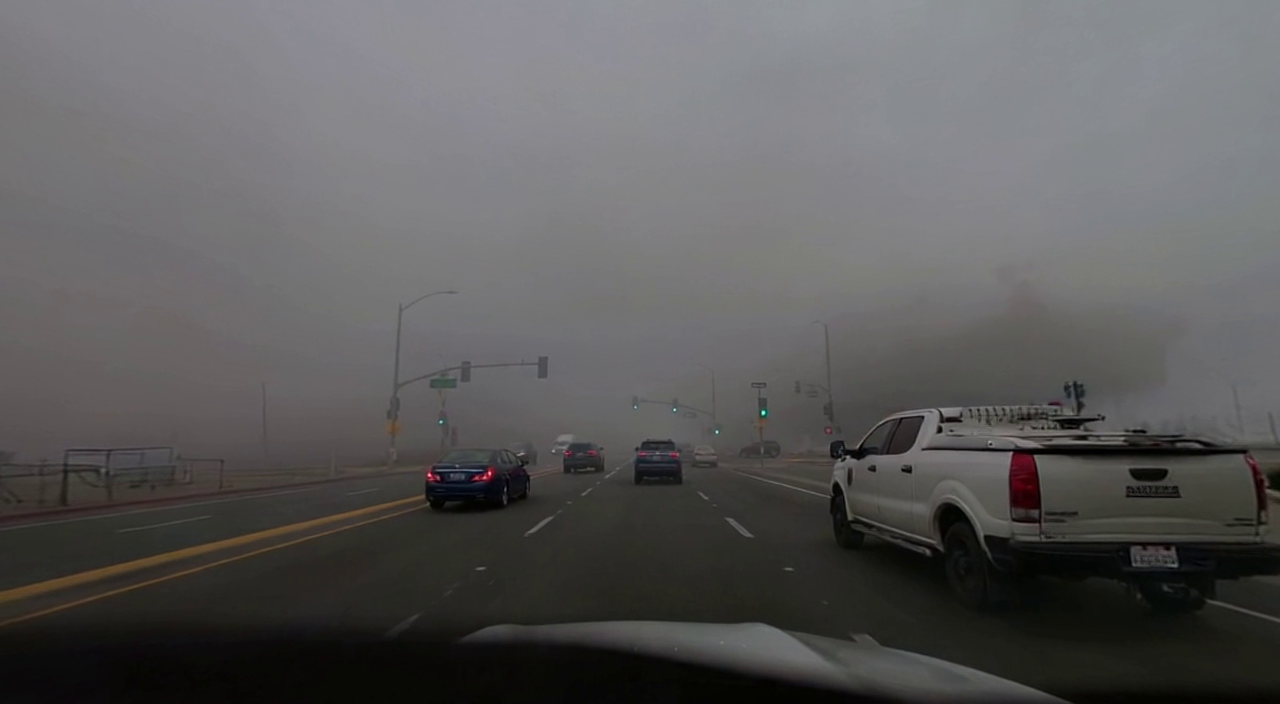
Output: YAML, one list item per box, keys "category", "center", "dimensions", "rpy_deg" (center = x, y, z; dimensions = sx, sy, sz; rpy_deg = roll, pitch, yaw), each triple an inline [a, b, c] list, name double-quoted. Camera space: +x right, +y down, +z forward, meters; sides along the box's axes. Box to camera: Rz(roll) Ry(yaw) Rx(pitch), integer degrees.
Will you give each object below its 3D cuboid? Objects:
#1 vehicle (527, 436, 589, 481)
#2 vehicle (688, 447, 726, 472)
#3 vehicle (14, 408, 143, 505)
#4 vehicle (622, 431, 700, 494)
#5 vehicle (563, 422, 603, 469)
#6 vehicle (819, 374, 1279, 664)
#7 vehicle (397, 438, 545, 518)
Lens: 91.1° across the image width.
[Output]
- category: "vehicle"
  center: [-3.583, 4.739, 28.265]
  dimensions: [2.071, 1.811, 4.605]
  rpy_deg: [0, -8, 1]
- category: "vehicle"
  center: [4.045, 6.554, 38.479]
  dimensions: [1.901, 1.401, 3.965]
  rpy_deg: [0, -9, 0]
- category: "vehicle"
  center: [-18.424, 3.418, 20.617]
  dimensions: [3.441, 2.870, 2.109]
  rpy_deg: [-7, -10, 33]
- category: "vehicle"
  center: [0.663, 3.653, 21.223]
  dimensions: [2.295, 1.835, 5.471]
  rpy_deg: [0, -9, 1]
- category: "vehicle"
  center: [-3.667, 6.199, 41.574]
  dimensions: [2.393, 2.865, 5.466]
  rpy_deg: [0, -8, -3]
- category: "vehicle"
  center: [3.794, 1.461, 6.801]
  dimensions: [2.120, 1.828, 5.531]
  rpy_deg: [0, -8, 0]
- category: "vehicle"
  center: [-3.575, 2.761, 14.354]
  dimensions: [1.983, 1.502, 4.720]
  rpy_deg: [0, -9, 1]
